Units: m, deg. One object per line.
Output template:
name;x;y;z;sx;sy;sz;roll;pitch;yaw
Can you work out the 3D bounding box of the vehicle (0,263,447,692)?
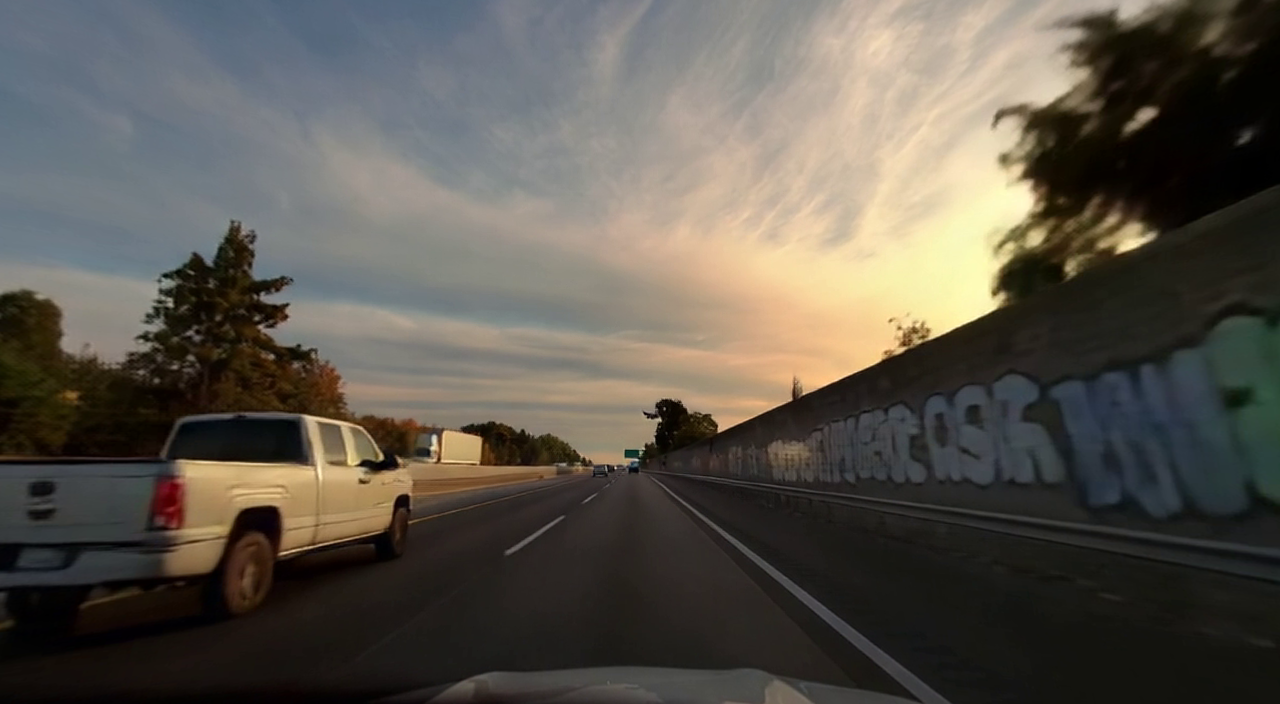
vehicle;-4.294;1.191;6.609;2.597;2.434;6.020;1;-10;0
